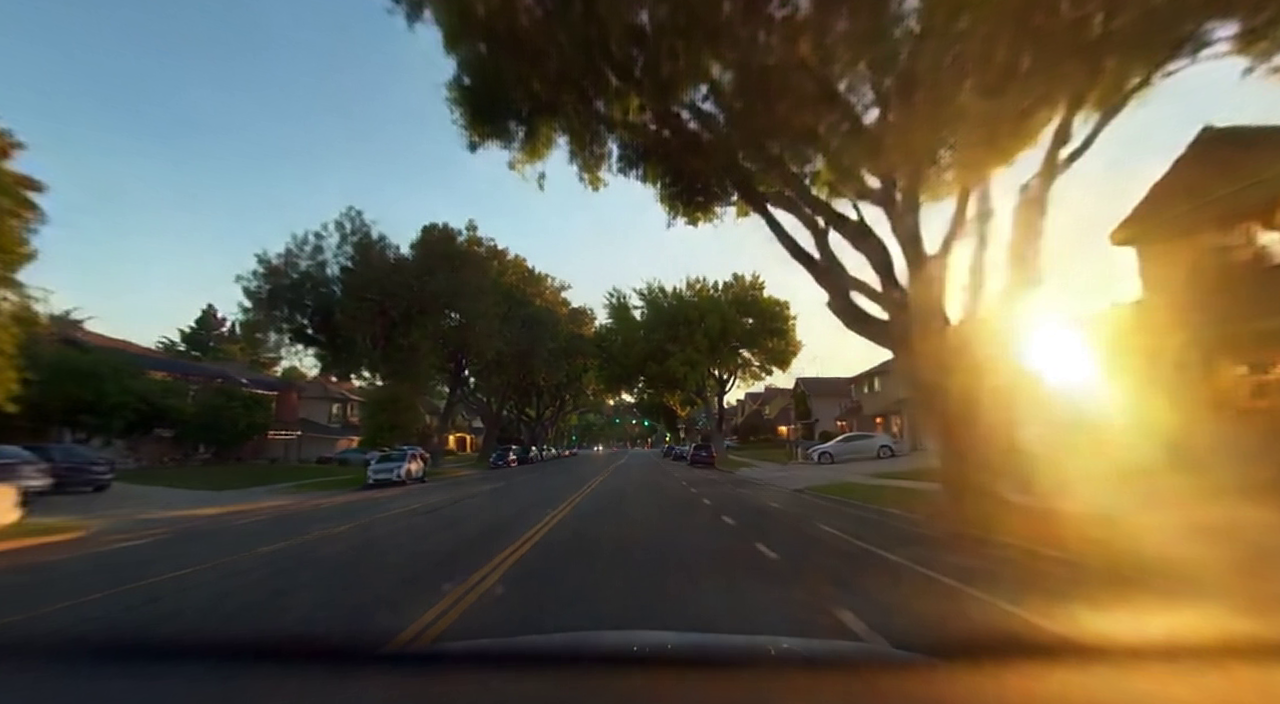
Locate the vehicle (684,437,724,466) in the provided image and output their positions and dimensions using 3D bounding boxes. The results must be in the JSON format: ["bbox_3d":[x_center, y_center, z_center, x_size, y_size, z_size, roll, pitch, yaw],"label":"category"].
[{"bbox_3d":[4.388,6.939,44.109,2.215,1.886,4.577,1,-8,-2],"label":"vehicle"}]

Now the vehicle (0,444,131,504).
[{"bbox_3d":[-18.958,3.752,19.643,4.465,1.728,1.904,0,-8,-1],"label":"vehicle"}]

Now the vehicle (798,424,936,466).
[{"bbox_3d":[12.404,5.122,34.862,6.619,1.884,2.225,-3,-8,0],"label":"vehicle"}]

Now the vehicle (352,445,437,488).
[{"bbox_3d":[-10.952,5.148,28.559,2.082,1.661,4.403,-2,-10,0],"label":"vehicle"}]
